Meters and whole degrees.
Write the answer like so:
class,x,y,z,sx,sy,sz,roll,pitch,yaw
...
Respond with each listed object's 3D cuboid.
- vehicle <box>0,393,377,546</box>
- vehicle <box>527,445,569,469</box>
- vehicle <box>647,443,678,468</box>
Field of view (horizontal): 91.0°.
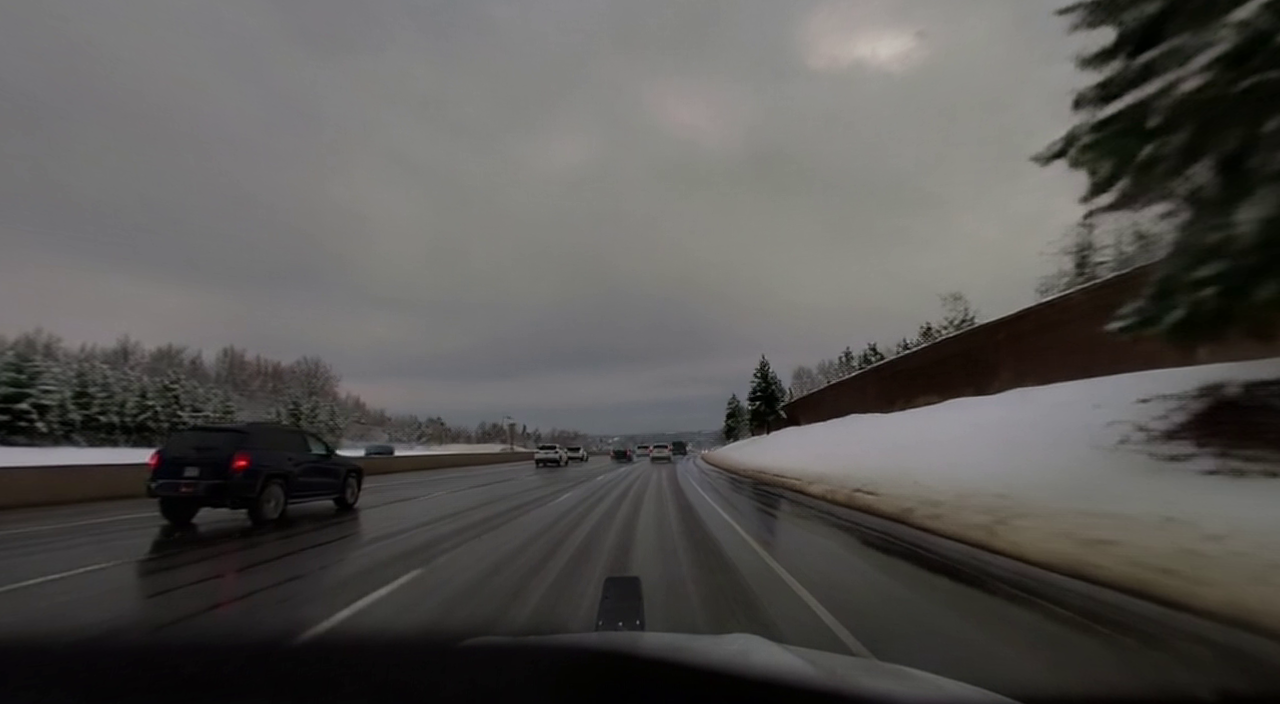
class,x,y,z,sx,sy,sz,roll,pitch,yaw
vehicle,-7.079,1.935,10.987,2.438,1.967,5.596,0,-9,1
vehicle,-6.169,7.087,42.808,1.986,1.534,4.255,-1,-9,4
vehicle,1.683,7.442,45.574,2.141,1.706,4.065,-1,-9,3
